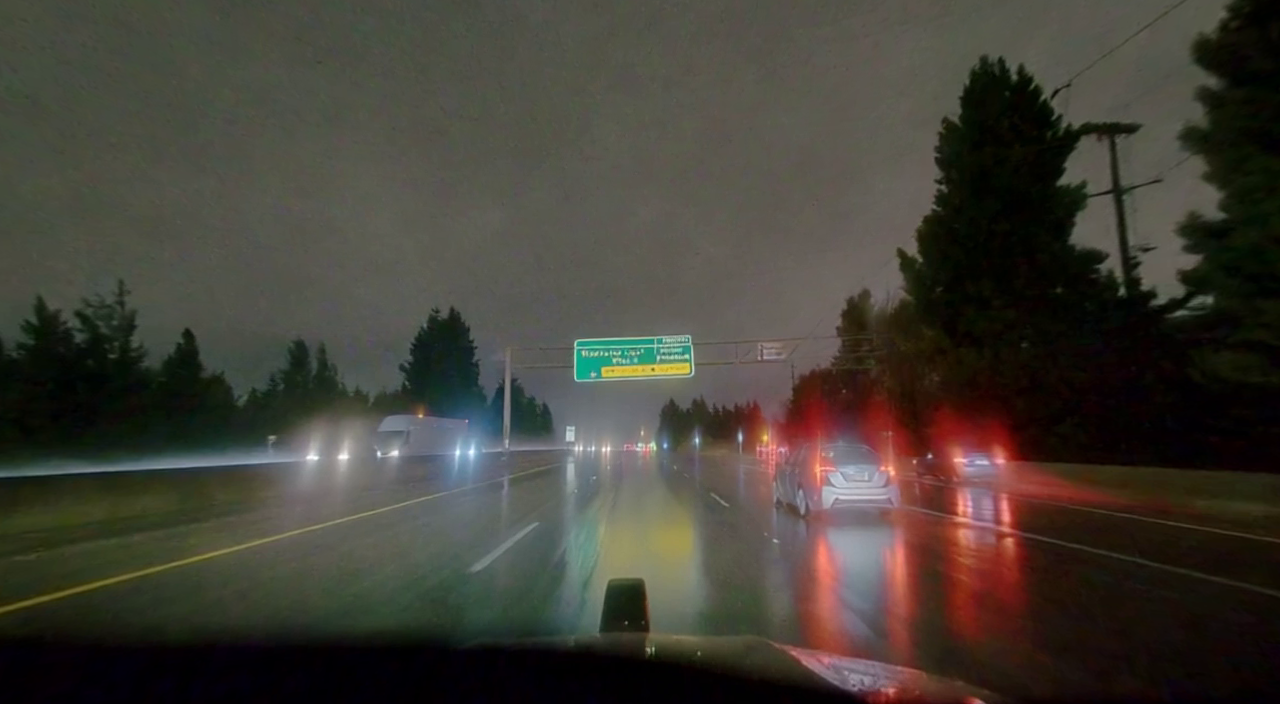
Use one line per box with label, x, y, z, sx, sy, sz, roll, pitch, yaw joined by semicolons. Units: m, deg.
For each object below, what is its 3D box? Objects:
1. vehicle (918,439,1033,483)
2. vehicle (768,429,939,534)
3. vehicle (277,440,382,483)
vehicle;12.068;3.930;23.042;2.002;1.445;4.637;-1;-8;5
vehicle;3.670;2.271;11.664;1.909;1.599;3.943;0;-8;2
vehicle;-12.153;4.292;25.003;1.901;1.535;4.350;0;-8;1
